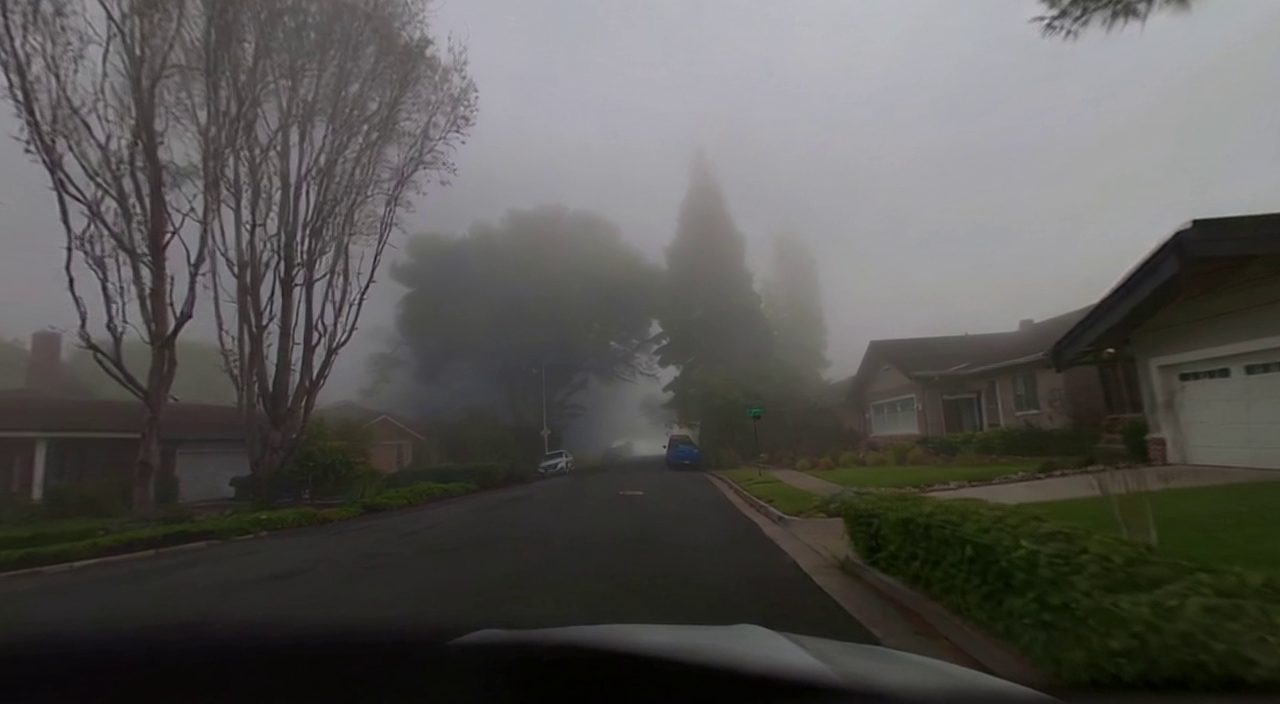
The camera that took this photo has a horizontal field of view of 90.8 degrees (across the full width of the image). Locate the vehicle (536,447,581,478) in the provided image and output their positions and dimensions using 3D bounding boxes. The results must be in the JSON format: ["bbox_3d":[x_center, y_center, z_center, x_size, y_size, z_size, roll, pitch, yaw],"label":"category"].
[{"bbox_3d":[-5.573,7.608,43.763,2.208,1.834,4.675,-5,-9,2],"label":"vehicle"}]

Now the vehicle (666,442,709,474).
[{"bbox_3d":[2.453,5.584,33.479,2.005,1.553,3.984,-1,-9,1],"label":"vehicle"}]

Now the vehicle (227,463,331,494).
[{"bbox_3d":[-19.142,6.715,33.593,4.404,1.495,1.844,-1,-9,4],"label":"vehicle"}]
